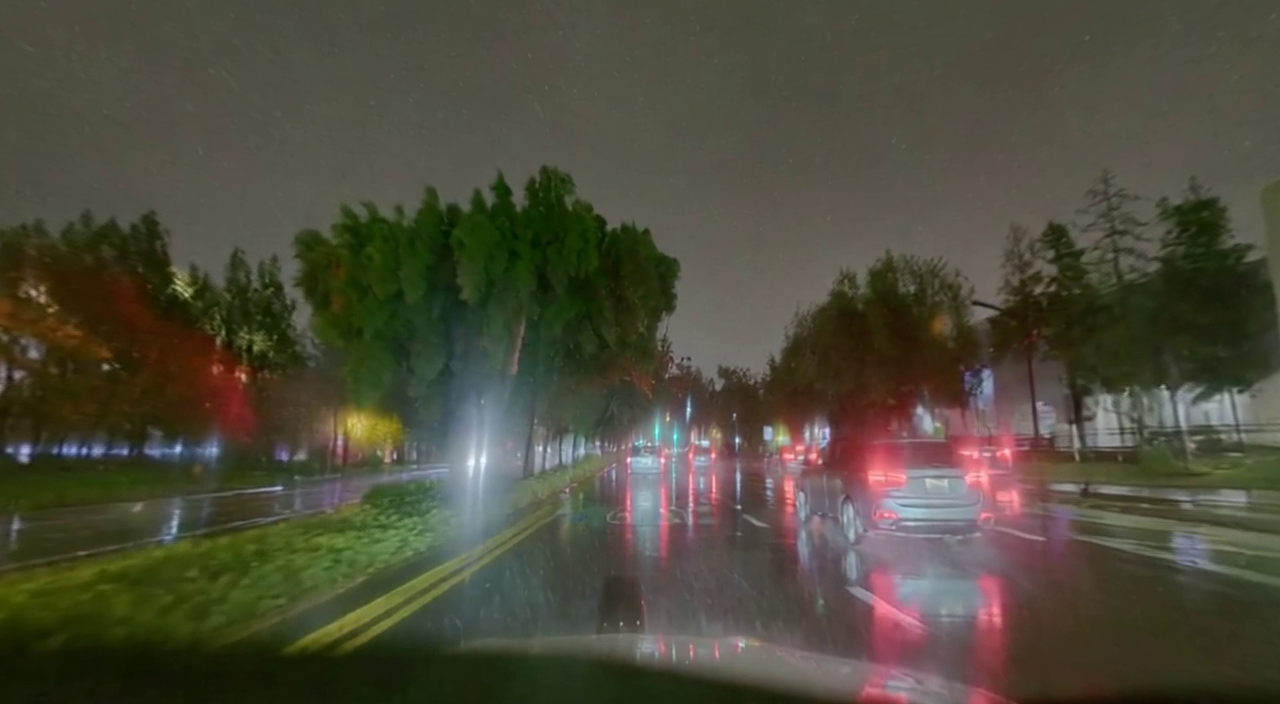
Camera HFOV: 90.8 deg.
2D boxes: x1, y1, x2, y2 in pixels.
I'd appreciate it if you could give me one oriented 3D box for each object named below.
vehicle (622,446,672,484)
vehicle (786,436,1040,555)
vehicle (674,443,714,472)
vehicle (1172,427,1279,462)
[{"bbox_3d":[0.303,4.873,27.646,2.034,1.500,3.966,0,-8,0],"label":"vehicle"},{"bbox_3d":[3.966,2.142,10.219,2.049,1.473,4.425,0,-8,-1],"label":"vehicle"},{"bbox_3d":[3.507,6.936,41.740,2.107,1.773,4.557,0,-8,-2],"label":"vehicle"},{"bbox_3d":[27.519,4.265,29.126,1.963,1.480,4.661,0,-8,1],"label":"vehicle"}]
